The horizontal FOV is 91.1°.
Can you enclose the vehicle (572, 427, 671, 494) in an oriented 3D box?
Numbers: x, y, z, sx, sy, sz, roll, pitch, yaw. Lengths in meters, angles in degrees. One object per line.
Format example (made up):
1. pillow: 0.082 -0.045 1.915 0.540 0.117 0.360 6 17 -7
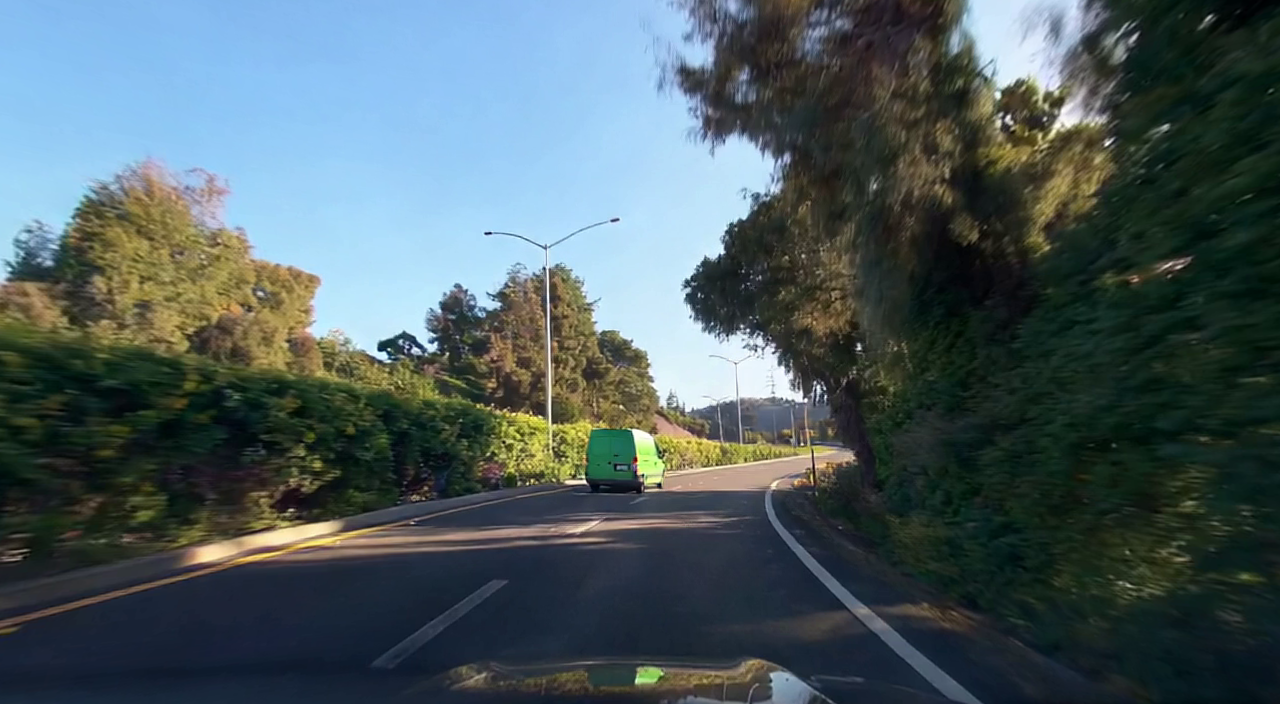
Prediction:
1. vehicle: -0.489 3.710 21.770 2.270 2.023 4.632 -3 -9 14
